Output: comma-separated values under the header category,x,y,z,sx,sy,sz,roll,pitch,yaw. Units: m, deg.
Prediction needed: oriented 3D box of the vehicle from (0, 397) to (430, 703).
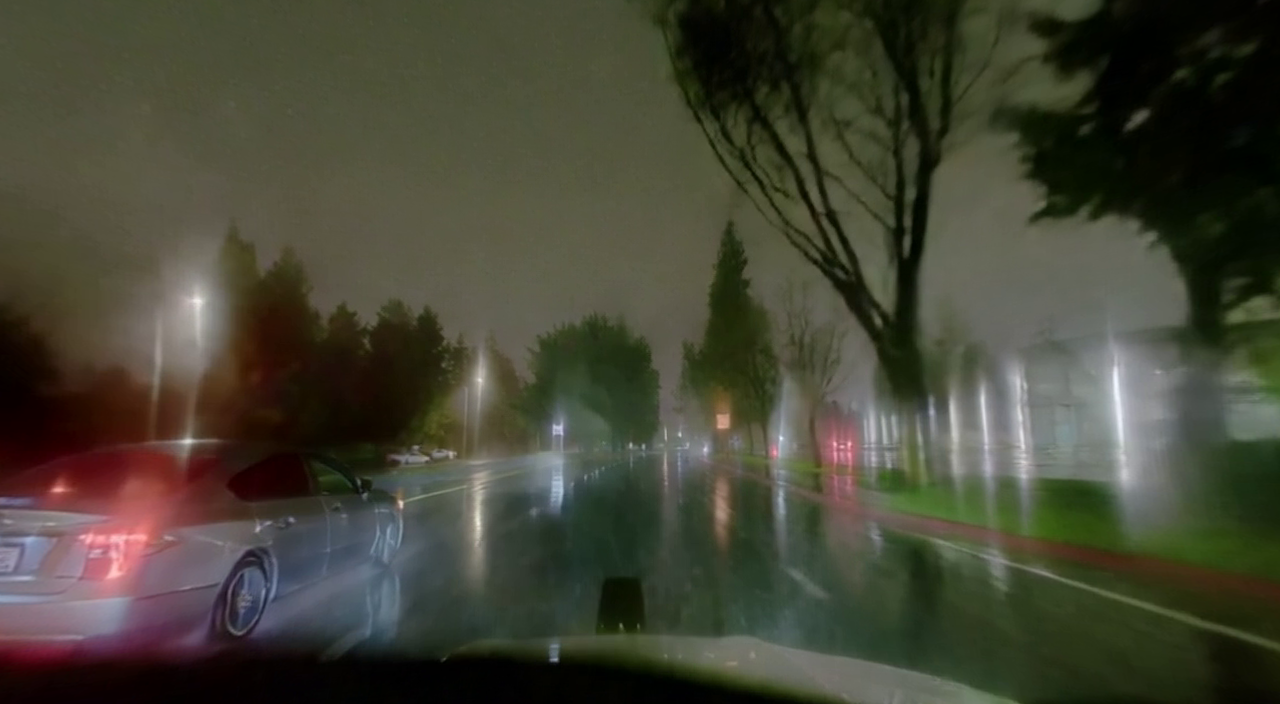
category,x,y,z,sx,sy,sz,roll,pitch,yaw
vehicle,-3.408,1.283,5.104,1.915,1.521,4.283,0,-8,0
